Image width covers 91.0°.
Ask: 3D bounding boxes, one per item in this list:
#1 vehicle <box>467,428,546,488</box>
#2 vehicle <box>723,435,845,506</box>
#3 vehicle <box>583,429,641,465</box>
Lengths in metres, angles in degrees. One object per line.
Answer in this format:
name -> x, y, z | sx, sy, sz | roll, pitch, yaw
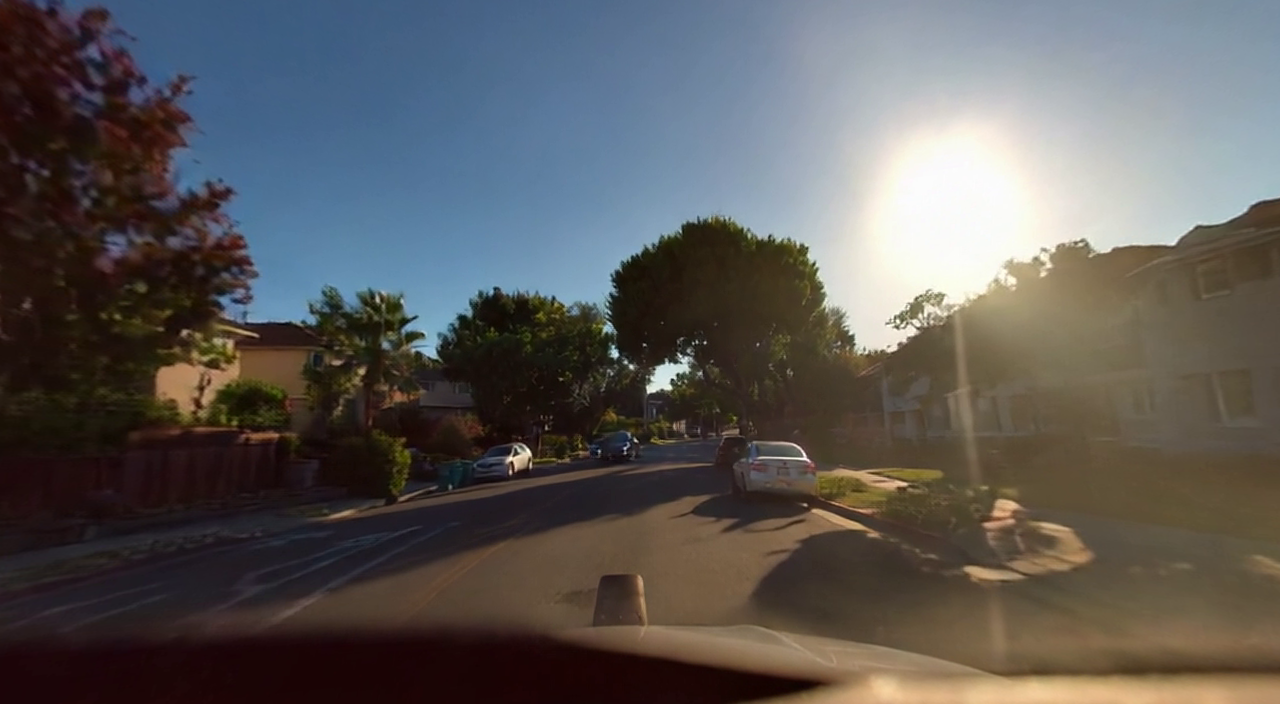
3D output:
vehicle -> -5.990, 4.982, 28.965 | 2.053, 1.713, 4.850 | -4, -21, 6
vehicle -> 3.362, 2.840, 15.585 | 1.942, 1.465, 4.123 | -1, -8, -1
vehicle -> -1.464, 5.268, 34.931 | 2.305, 1.781, 4.834 | -2, -8, 8
